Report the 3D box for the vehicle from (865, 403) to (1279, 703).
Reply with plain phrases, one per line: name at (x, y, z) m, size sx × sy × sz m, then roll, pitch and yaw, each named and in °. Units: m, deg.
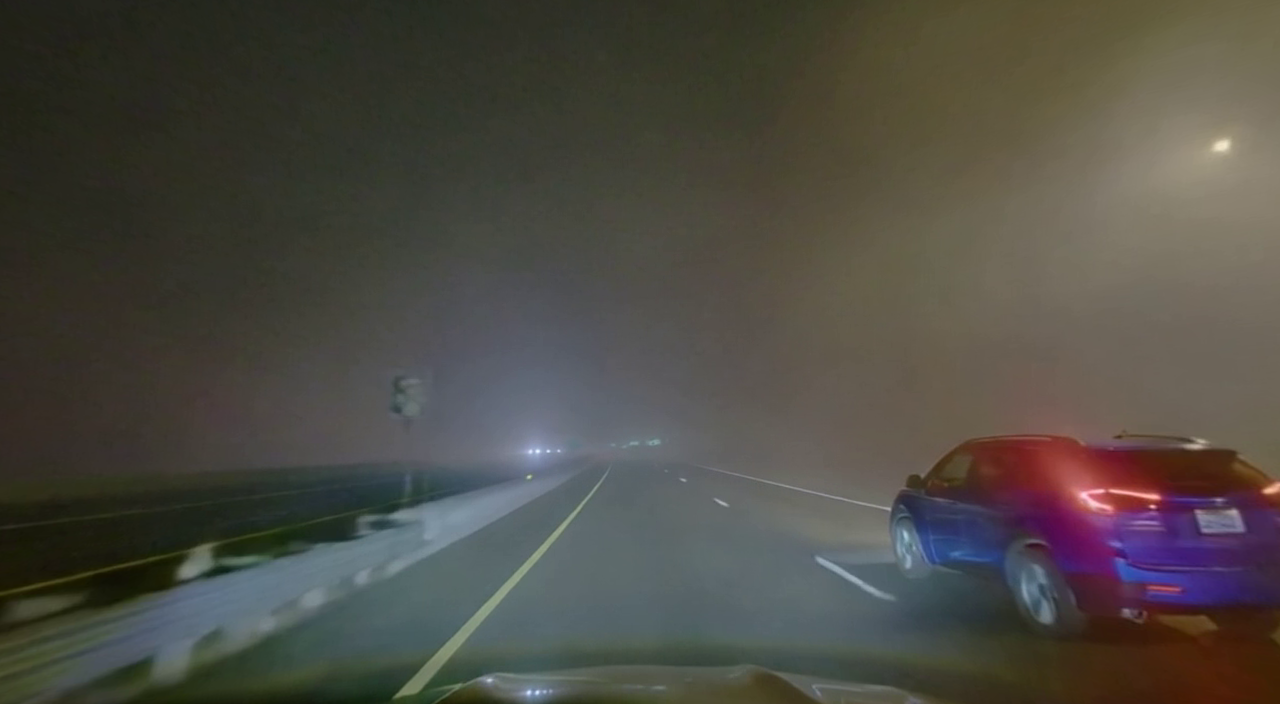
vehicle at (3.624, 1.360, 5.019) m, size 2.002 × 1.604 × 4.265 m, roll 0°, pitch -9°, yaw 0°
